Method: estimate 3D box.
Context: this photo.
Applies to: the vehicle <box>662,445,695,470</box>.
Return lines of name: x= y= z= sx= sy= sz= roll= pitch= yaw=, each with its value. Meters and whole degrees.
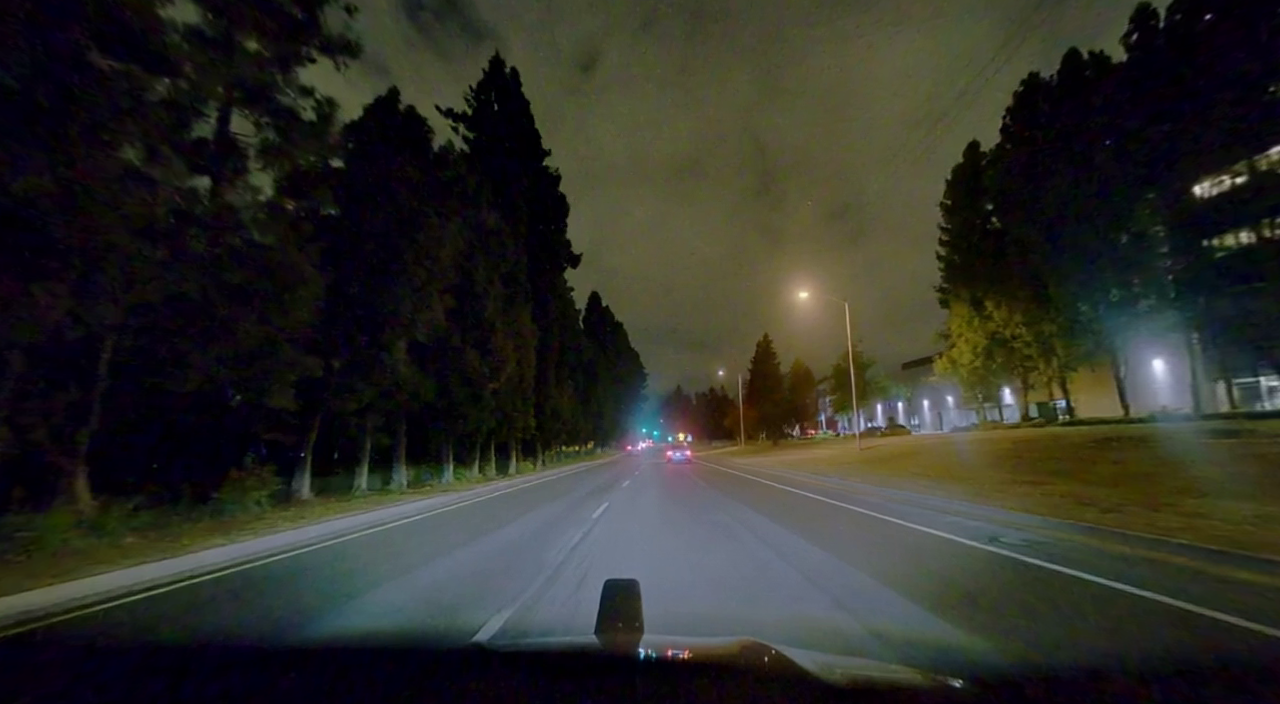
vehicle: x=2.446 y=6.877 z=41.469 sx=1.925 sy=1.488 sz=4.271 roll=0 pitch=-8 yaw=0
